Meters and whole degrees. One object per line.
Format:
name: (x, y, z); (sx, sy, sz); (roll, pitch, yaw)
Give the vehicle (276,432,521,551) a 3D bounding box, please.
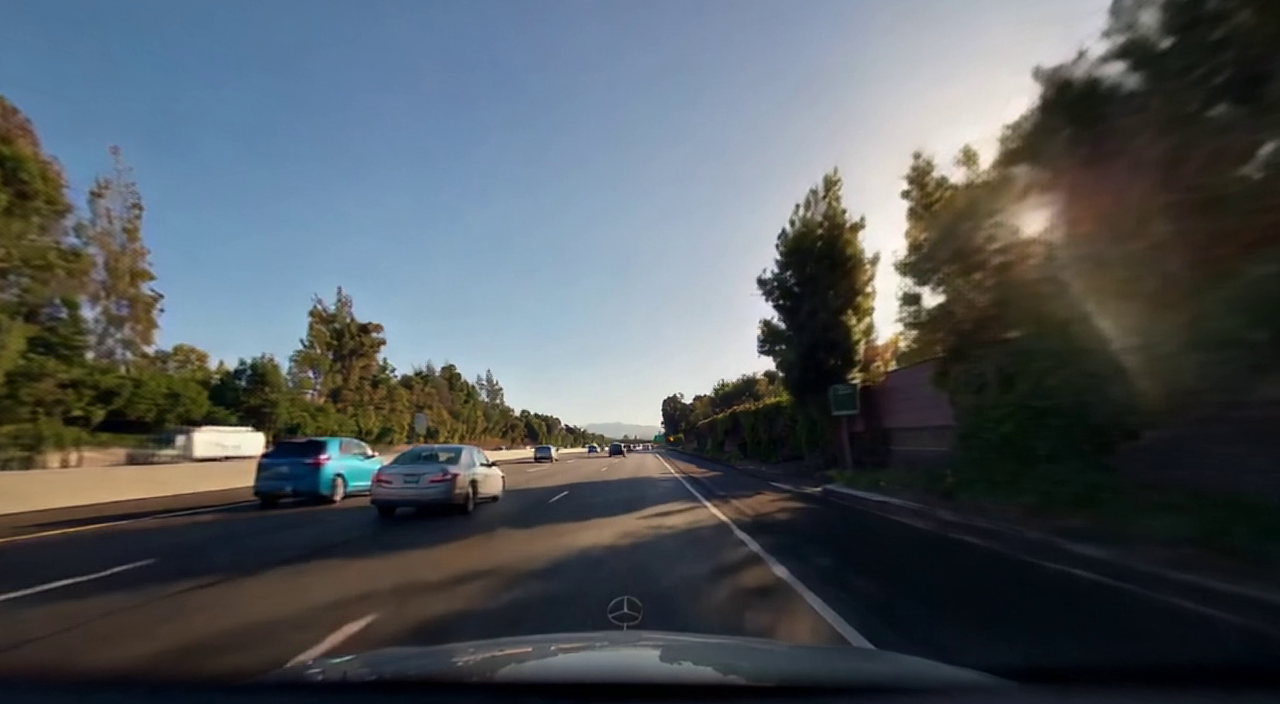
vehicle: (-3.568, 2.157, 10.602); (2.081, 1.514, 4.943); (0, -8, 1)
